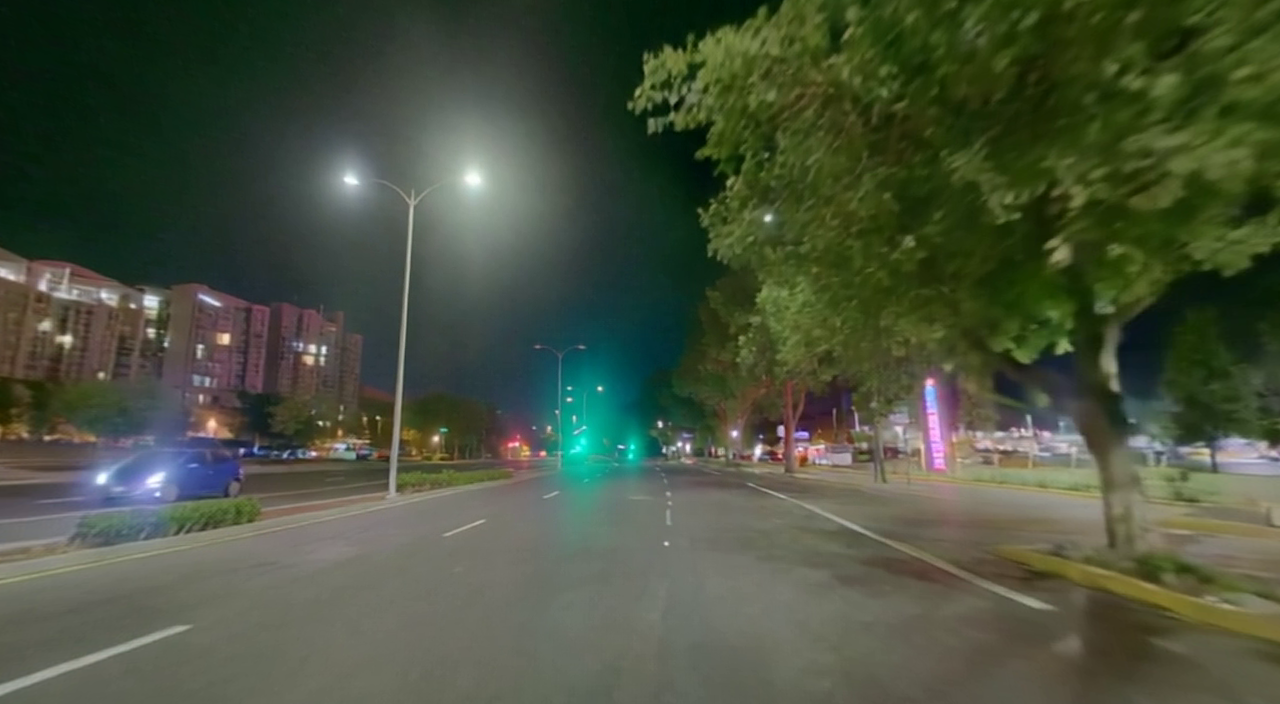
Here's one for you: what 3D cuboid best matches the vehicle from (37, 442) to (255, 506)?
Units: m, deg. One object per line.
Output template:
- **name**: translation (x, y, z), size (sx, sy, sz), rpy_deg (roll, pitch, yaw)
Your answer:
- **vehicle**: translation (-13.481, 3.335, 17.773), size (2.152, 1.521, 4.767), rpy_deg (-1, -9, 2)
